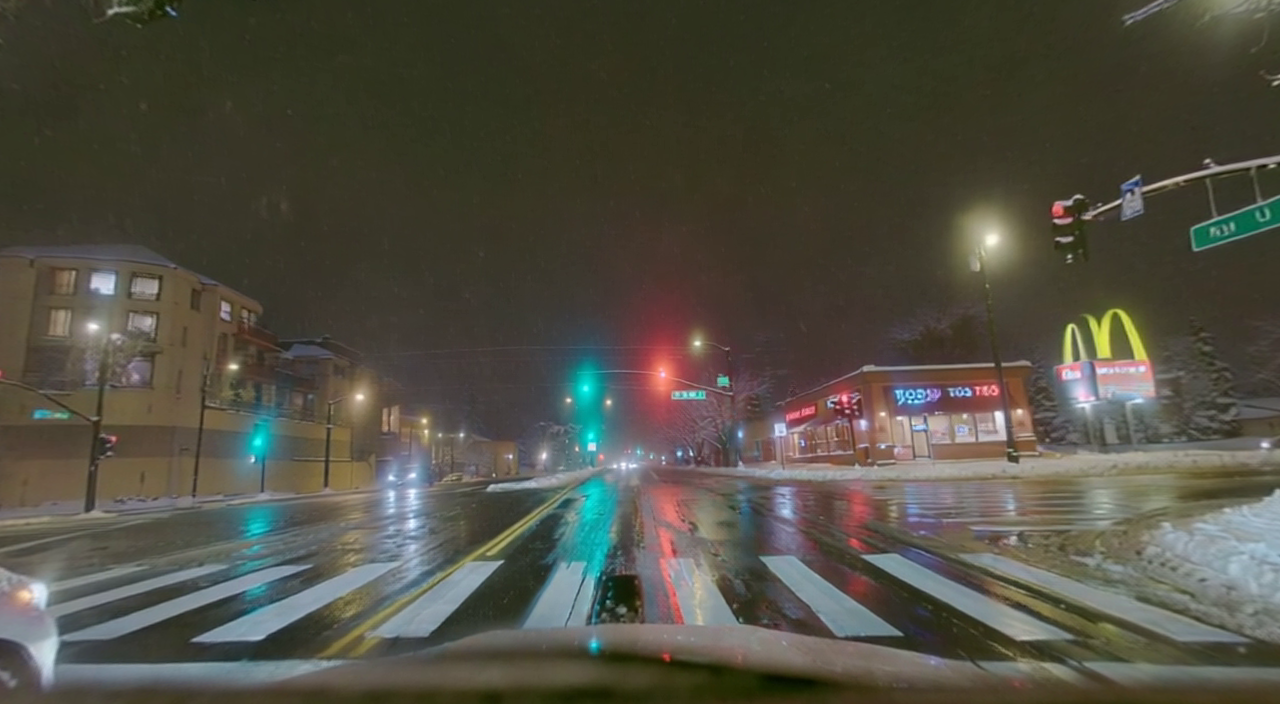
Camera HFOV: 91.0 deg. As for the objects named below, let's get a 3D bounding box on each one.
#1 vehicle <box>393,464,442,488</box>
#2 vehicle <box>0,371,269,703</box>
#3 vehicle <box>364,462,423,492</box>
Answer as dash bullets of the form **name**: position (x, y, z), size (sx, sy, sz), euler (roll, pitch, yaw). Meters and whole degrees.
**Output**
- **vehicle**: position (-15.755, 8.798, 44.857), size (1.931, 1.471, 4.152), euler (0, -9, 0)
- **vehicle**: position (-3.415, 0.789, 1.556), size (2.081, 1.644, 4.523), euler (0, -9, 2)
- **vehicle**: position (-19.223, 9.722, 49.460), size (2.227, 2.033, 5.614), euler (0, -8, 2)
